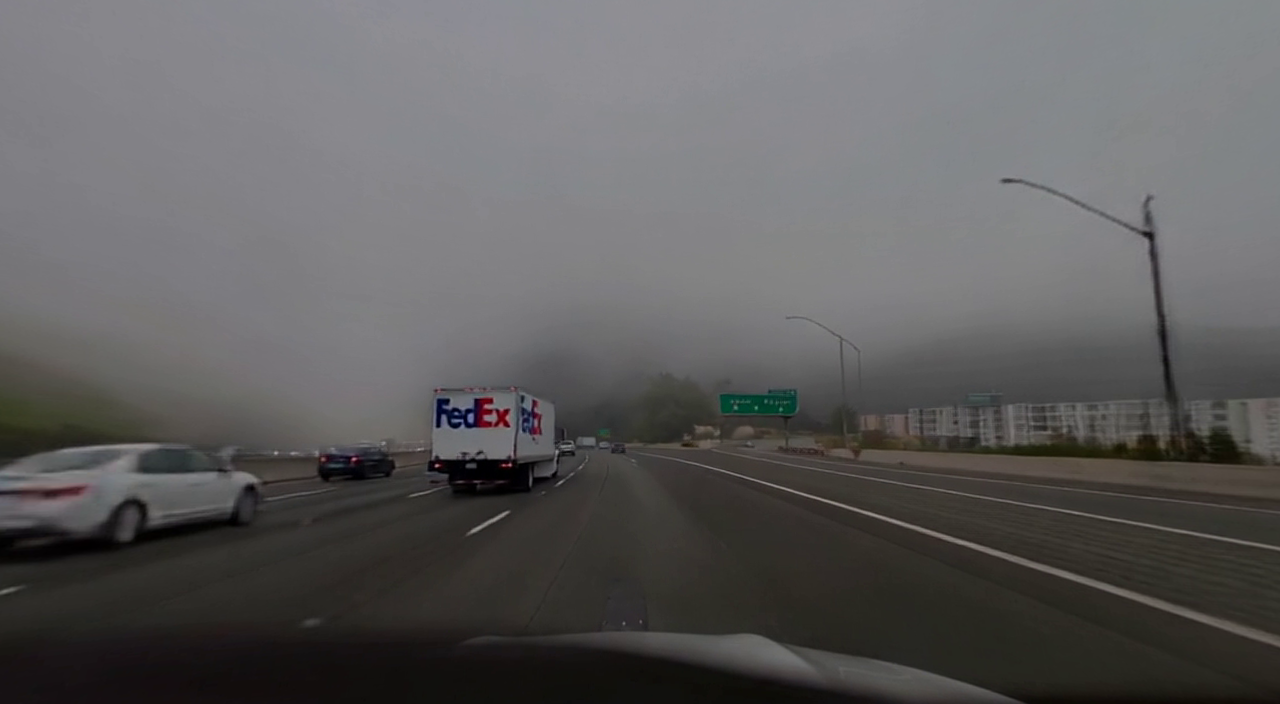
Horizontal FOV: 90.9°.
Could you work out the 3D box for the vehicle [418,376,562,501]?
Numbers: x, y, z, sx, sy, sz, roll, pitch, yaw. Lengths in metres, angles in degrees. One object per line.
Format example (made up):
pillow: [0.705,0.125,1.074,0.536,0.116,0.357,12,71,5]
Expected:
vehicle: [-4.365,2.786,20.236,2.798,3.212,7.573,0,-8,-1]

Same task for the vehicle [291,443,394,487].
vehicle: [-11.942,4.523,25.763,1.981,1.607,4.703,0,-8,-1]

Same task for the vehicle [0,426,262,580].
vehicle: [-7.926,1.953,9.050,2.143,1.628,4.559,0,-8,0]
